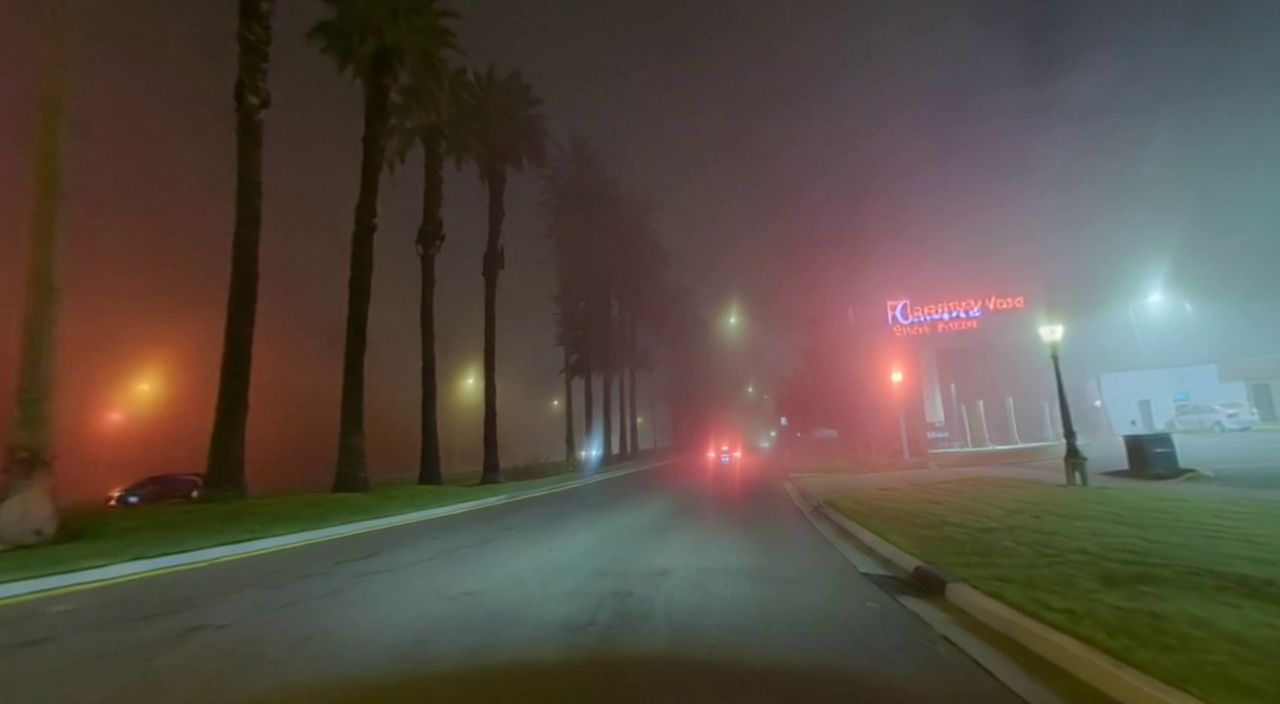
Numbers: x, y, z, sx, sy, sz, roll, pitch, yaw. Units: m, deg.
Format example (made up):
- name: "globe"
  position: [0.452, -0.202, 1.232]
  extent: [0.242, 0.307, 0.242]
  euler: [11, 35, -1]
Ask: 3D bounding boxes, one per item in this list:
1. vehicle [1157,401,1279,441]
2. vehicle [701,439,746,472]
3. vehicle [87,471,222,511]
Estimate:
- name: "vehicle"
  position: [29.223, 3.492, 31.536]
  extent: [4.513, 1.657, 2.002]
  euler: [-6, -10, 15]
- name: "vehicle"
  position: [4.329, 5.264, 32.156]
  extent: [2.050, 1.509, 4.148]
  euler: [-2, -9, 10]
- name: "vehicle"
  position: [-21.219, 6.062, 27.799]
  extent: [1.825, 1.441, 4.656]
  euler: [-1, -9, 9]
